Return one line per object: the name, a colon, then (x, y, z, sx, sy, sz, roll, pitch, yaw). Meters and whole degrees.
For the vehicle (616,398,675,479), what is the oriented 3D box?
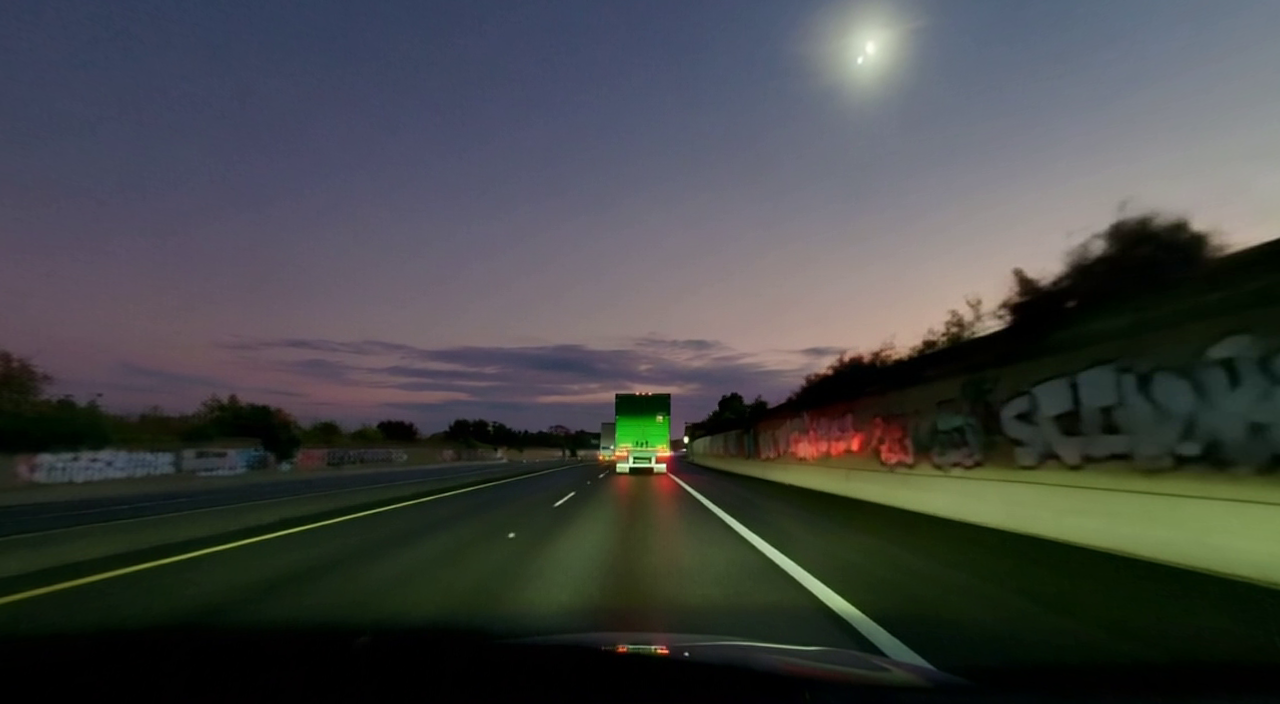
vehicle: (0.149, 5.051, 36.076, 2.900, 3.955, 10.151, 0, -9, -1)
